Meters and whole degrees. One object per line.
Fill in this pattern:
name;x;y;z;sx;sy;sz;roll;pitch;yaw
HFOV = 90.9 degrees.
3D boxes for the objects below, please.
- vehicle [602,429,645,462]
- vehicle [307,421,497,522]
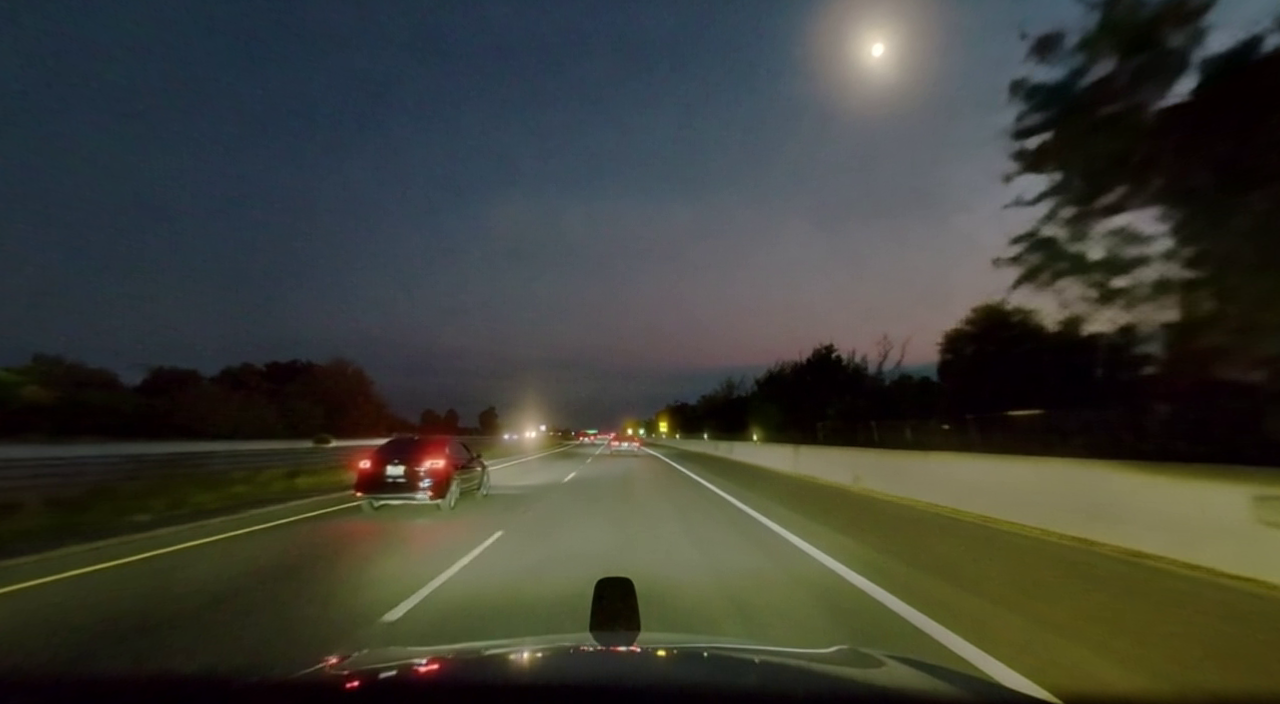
vehicle;-0.901;4.997;33.823;2.162;1.616;4.242;0;-8;-1
vehicle;-4.098;2.099;11.734;1.975;1.518;4.242;0;-8;-1
